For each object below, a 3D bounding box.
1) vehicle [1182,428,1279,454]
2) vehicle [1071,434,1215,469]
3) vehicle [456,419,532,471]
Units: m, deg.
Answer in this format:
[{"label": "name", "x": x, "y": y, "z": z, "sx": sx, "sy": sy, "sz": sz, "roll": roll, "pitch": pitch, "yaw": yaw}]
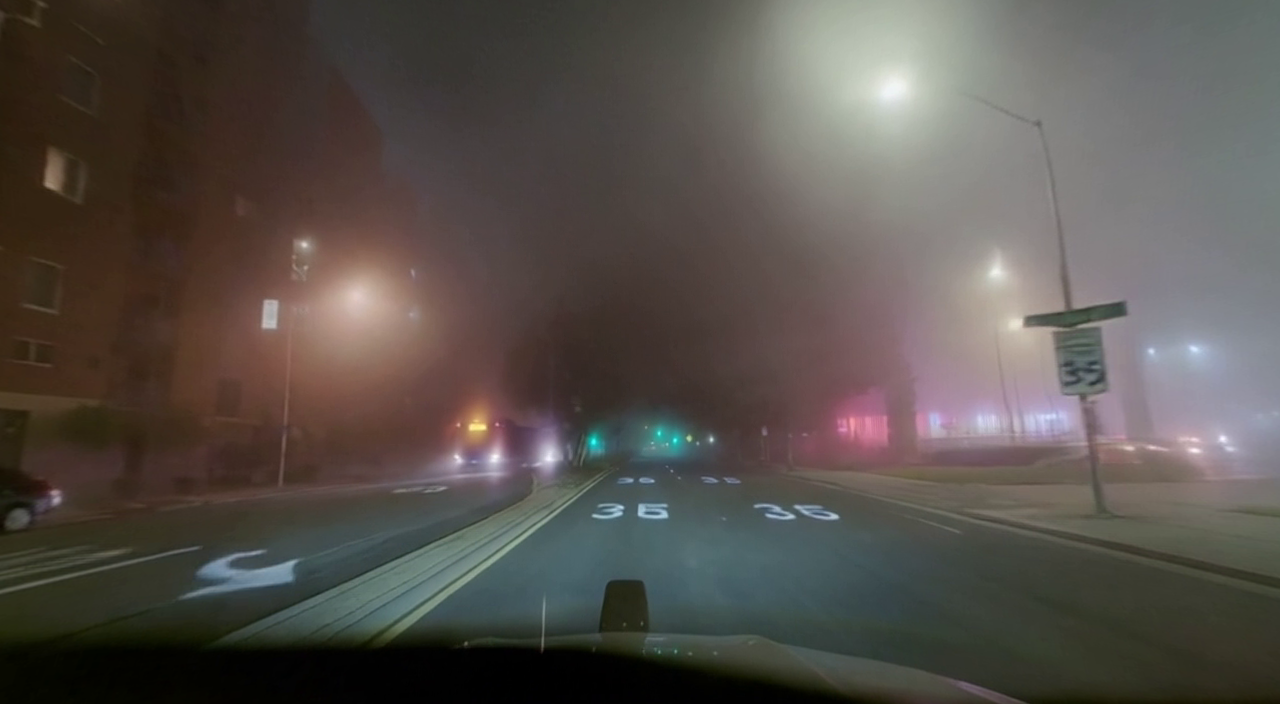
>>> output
[{"label": "vehicle", "x": 39.896, "y": 5.998, "z": 42.445, "sx": 4.836, "sy": 1.711, "sz": 2.192, "roll": 0, "pitch": -8, "yaw": -4}, {"label": "vehicle", "x": 21.191, "y": 4.211, "z": 26.705, "sx": 4.404, "sy": 1.440, "sz": 1.900, "roll": 0, "pitch": -8, "yaw": 3}, {"label": "vehicle", "x": -10.538, "y": 6.914, "z": 46.717, "sx": 3.052, "sy": 3.397, "sz": 10.003, "roll": 0, "pitch": -8, "yaw": 1}]
